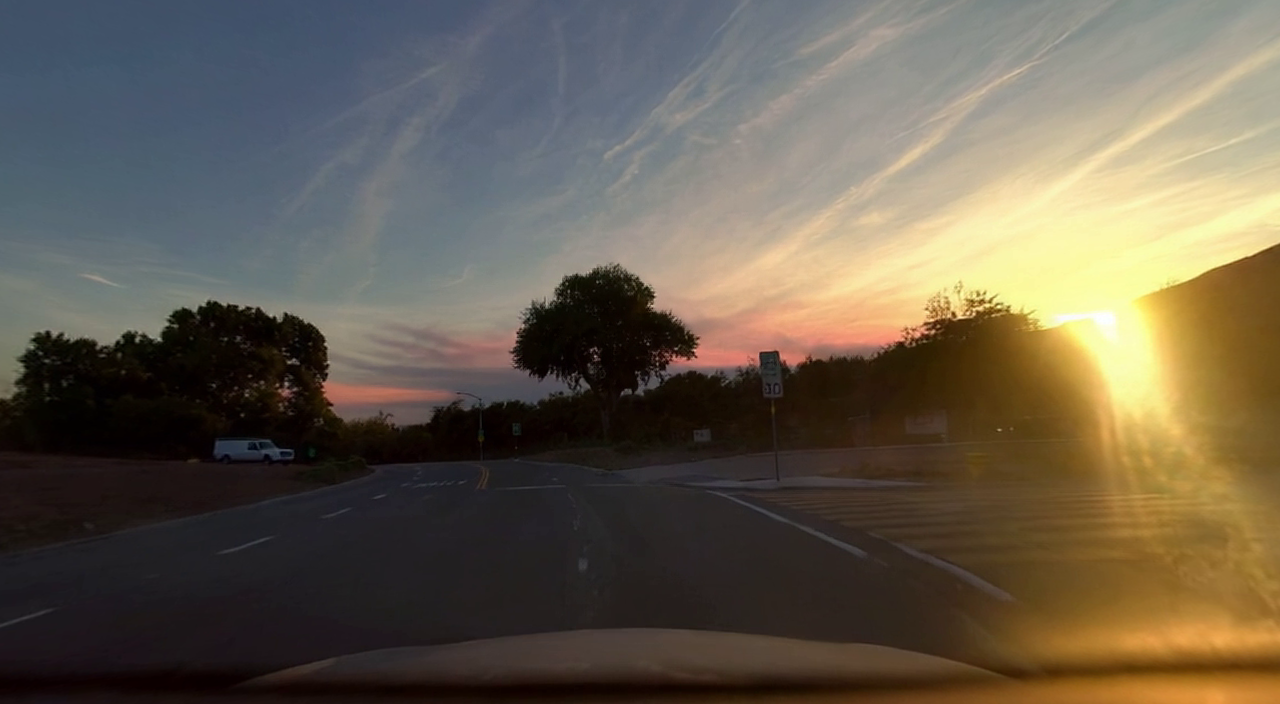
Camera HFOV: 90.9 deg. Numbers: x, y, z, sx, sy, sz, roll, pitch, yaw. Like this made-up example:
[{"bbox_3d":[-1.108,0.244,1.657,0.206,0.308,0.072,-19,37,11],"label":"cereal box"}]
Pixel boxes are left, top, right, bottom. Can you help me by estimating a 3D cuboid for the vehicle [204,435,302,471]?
[{"bbox_3d":[-23.124,6.034,37.754,4.699,1.996,2.116,-2,-9,11],"label":"vehicle"}]
